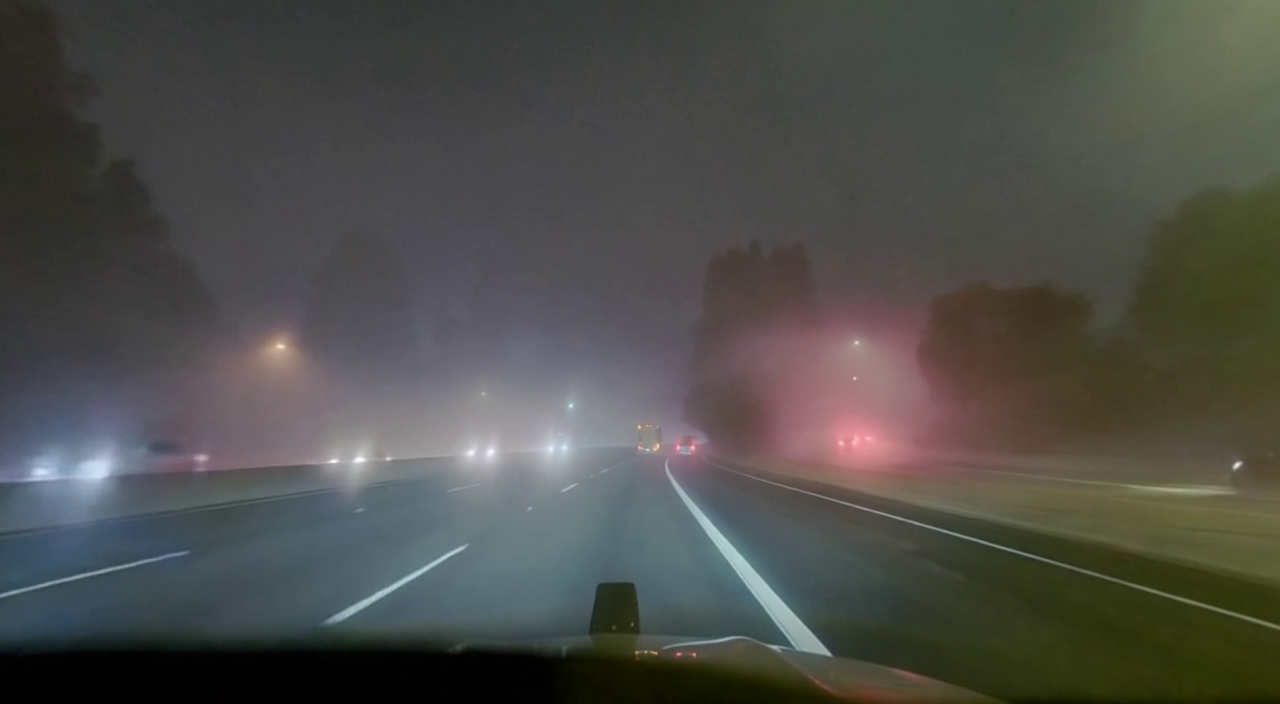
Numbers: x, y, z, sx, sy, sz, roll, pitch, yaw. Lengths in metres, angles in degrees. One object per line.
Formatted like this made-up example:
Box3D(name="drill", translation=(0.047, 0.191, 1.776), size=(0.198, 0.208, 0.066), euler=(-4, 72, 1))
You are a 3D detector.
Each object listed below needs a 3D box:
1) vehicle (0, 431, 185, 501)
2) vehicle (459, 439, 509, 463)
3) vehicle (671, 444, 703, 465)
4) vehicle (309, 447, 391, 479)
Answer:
Box3D(name="vehicle", translation=(-16.049, 3.180, 18.031), size=(2.153, 1.671, 5.278), euler=(0, -9, 1))
Box3D(name="vehicle", translation=(-12.237, 7.835, 49.969), size=(2.281, 1.743, 5.822), euler=(-1, -9, 2))
Box3D(name="vehicle", translation=(3.444, 7.597, 46.931), size=(2.069, 1.476, 4.197), euler=(0, -9, 0))
Box3D(name="vehicle", translation=(-14.525, 5.544, 31.924), size=(1.830, 1.457, 4.506), euler=(-1, -9, 2))
